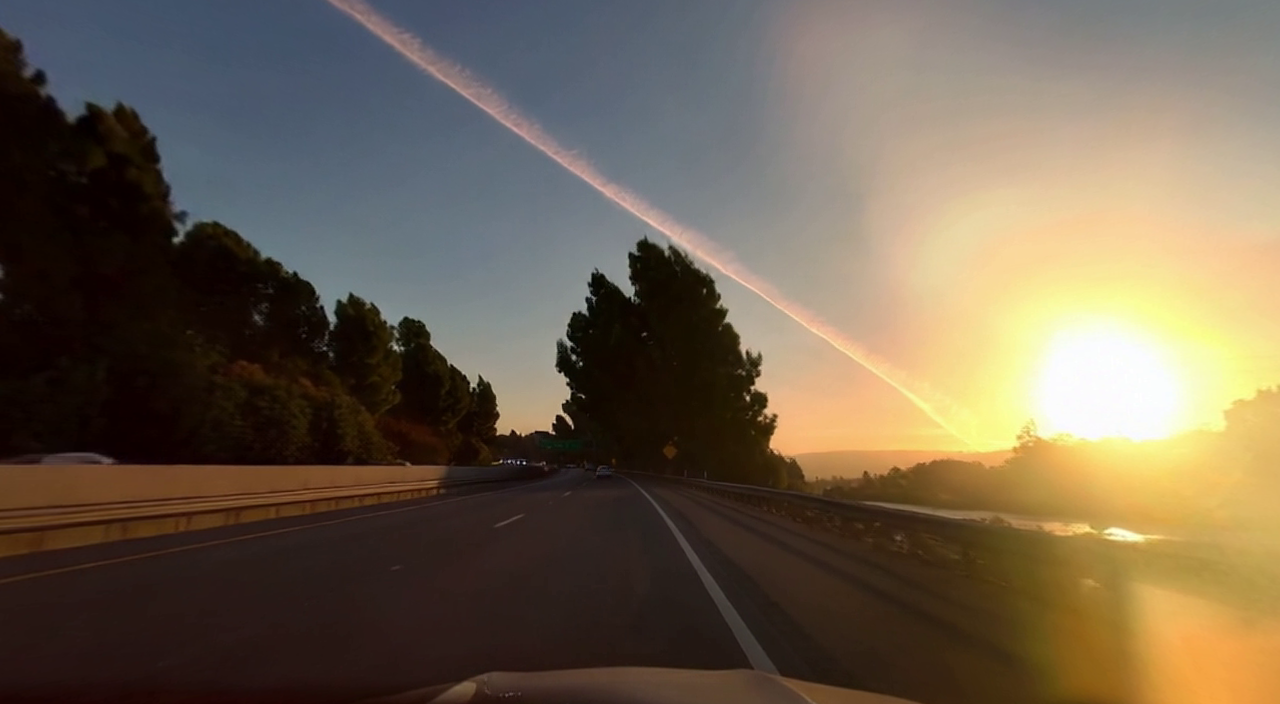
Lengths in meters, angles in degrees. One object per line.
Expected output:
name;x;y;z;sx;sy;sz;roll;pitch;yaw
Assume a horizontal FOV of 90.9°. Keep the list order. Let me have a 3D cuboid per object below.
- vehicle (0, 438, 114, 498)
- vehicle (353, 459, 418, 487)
vehicle;-18.199;3.380;18.391;1.874;1.601;4.334;1;-11;0
vehicle;-14.168;6.768;35.349;1.927;1.400;4.347;1;-11;-1
